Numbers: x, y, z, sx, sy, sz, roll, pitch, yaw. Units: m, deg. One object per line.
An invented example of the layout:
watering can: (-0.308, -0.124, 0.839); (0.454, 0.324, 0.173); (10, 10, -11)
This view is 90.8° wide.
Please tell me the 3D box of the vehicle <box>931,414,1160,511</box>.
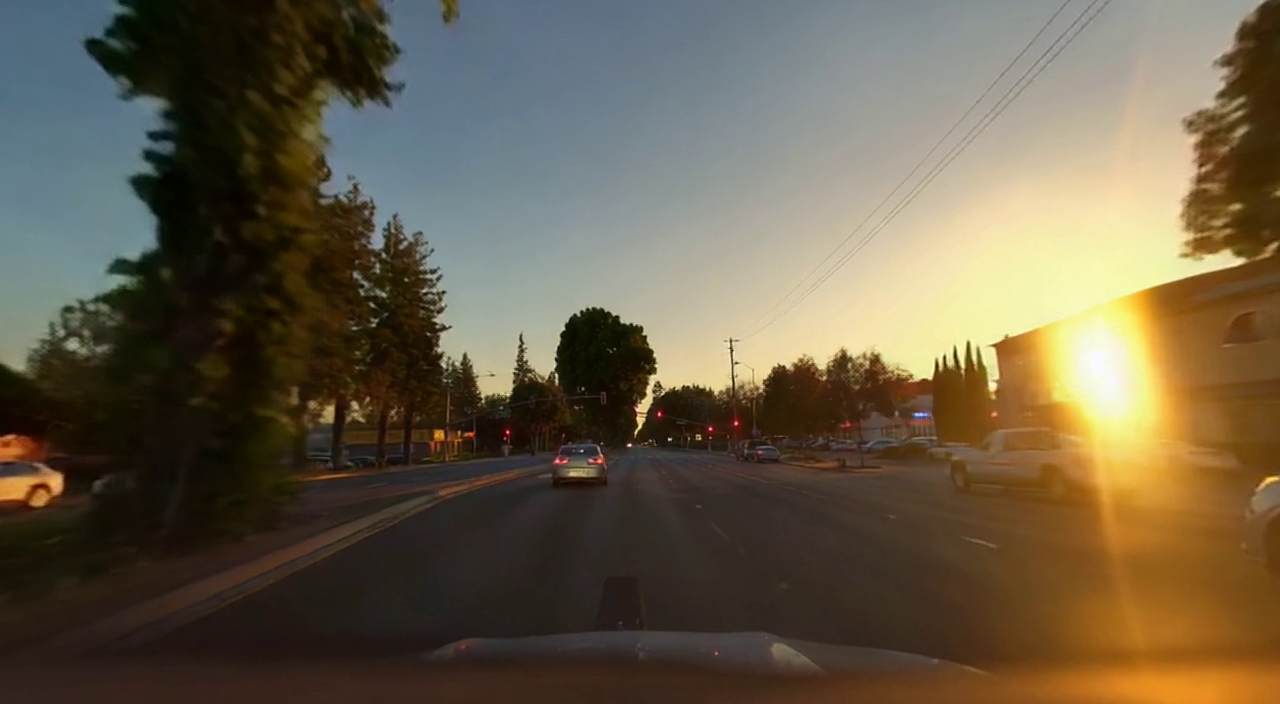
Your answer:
vehicle: (10.350, 2.873, 16.971); (2.266, 2.118, 5.742); (0, -8, -1)

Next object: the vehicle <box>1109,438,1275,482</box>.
vehicle: (19.616, 3.825, 22.763); (4.212, 1.436, 1.919); (-6, -10, 34)

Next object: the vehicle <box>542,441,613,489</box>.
vehicle: (-2.041, 3.778, 21.518); (2.185, 1.473, 3.925); (0, -8, -4)

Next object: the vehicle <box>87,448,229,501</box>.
vehicle: (-18.909, 4.770, 25.140); (2.027, 1.831, 4.644); (0, -8, -1)
